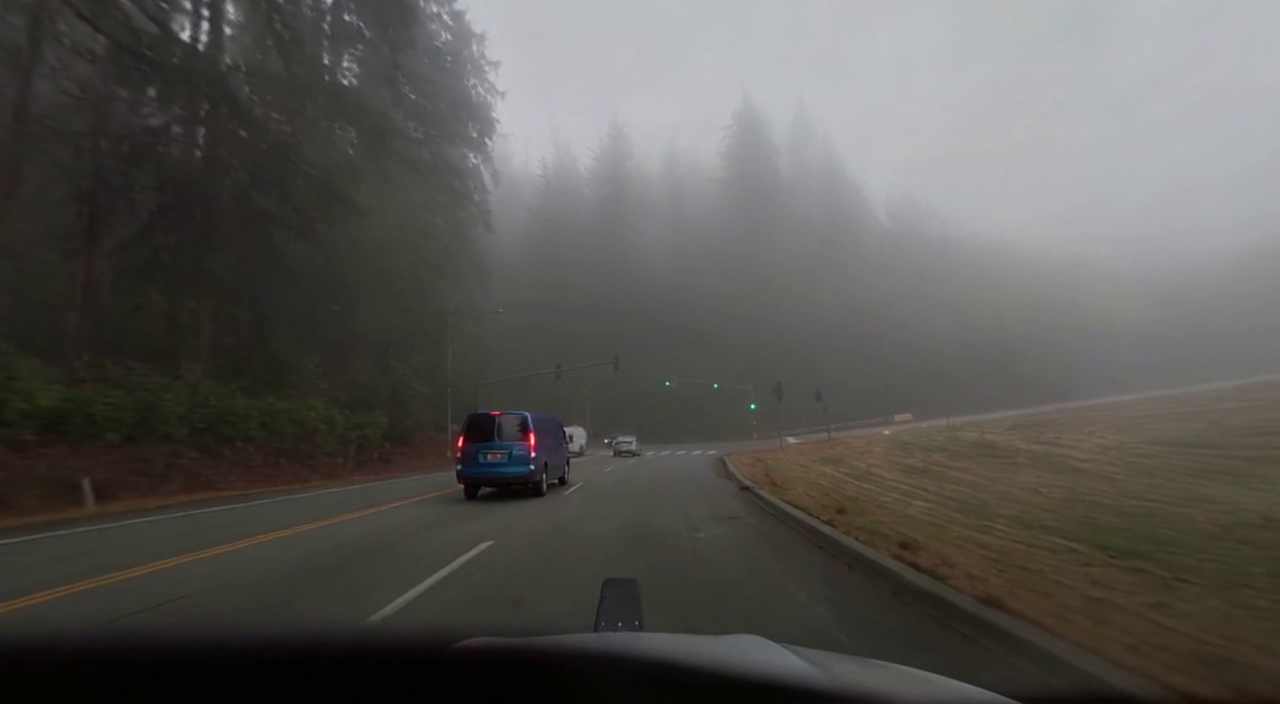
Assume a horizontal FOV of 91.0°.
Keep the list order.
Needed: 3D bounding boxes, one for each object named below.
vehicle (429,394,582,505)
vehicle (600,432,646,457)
[{"bbox_3d":[-2.916,2.308,15.162,2.362,2.185,5.212,0,-8,2],"label":"vehicle"},{"bbox_3d":[-0.993,5.820,39.539,2.088,1.484,4.572,-1,-8,9],"label":"vehicle"}]
